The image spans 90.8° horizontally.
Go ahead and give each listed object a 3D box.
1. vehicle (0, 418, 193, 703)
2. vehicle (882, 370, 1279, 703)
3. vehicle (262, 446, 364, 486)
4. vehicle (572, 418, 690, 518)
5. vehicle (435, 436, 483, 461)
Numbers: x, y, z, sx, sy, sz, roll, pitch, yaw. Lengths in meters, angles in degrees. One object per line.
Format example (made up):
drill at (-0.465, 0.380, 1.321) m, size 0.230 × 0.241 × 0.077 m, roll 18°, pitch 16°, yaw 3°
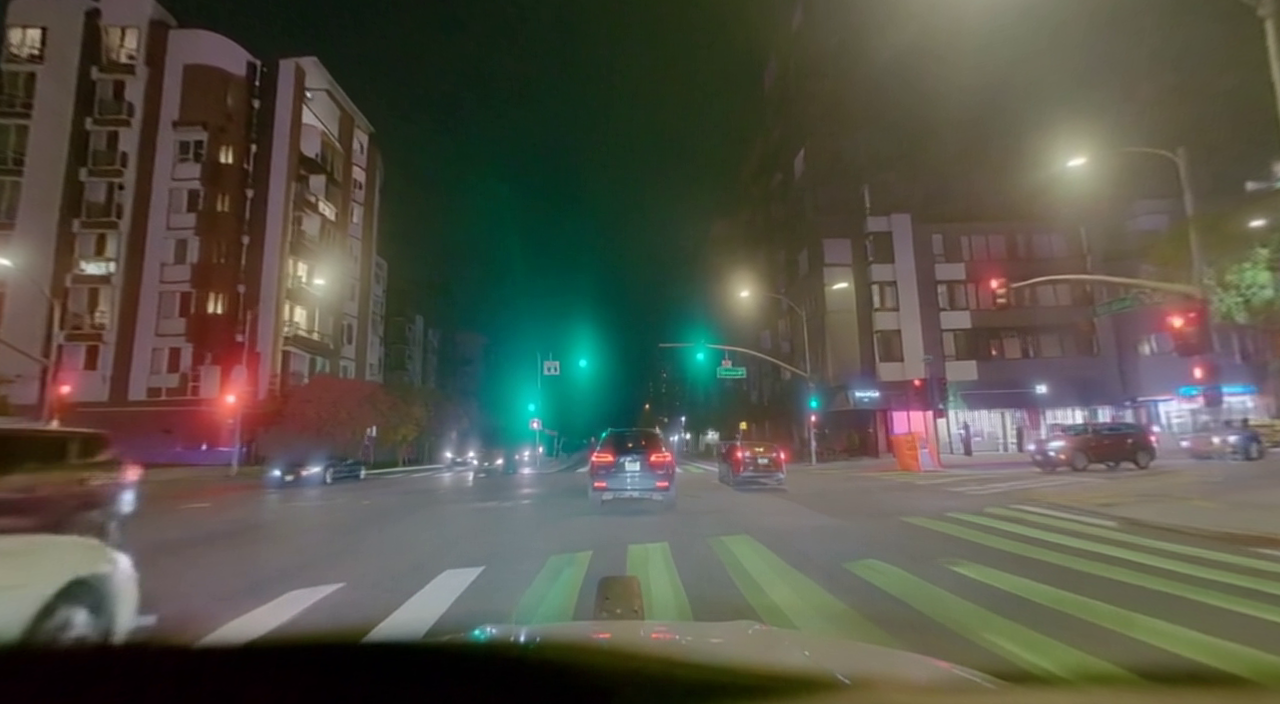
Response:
vehicle at (-3.741, 0.849, 1.411) m, size 2.055 × 1.488 × 4.733 m, roll 0°, pitch -8°, yaw -1°
vehicle at (3.146, 1.068, 3.514) m, size 1.906 × 1.608 × 4.137 m, roll 0°, pitch -8°, yaw -1°
vehicle at (-13.469, 4.678, 26.351) m, size 1.943 × 1.487 × 4.472 m, roll 0°, pitch -8°, yaw -1°
vehicle at (-0.143, 2.559, 14.566) m, size 2.206 × 1.858 × 5.332 m, roll 0°, pitch -8°, yaw 1°
vehicle at (-13.260, 7.085, 46.637) m, size 1.964 × 1.712 × 5.236 m, roll 0°, pitch -8°, yaw 0°
